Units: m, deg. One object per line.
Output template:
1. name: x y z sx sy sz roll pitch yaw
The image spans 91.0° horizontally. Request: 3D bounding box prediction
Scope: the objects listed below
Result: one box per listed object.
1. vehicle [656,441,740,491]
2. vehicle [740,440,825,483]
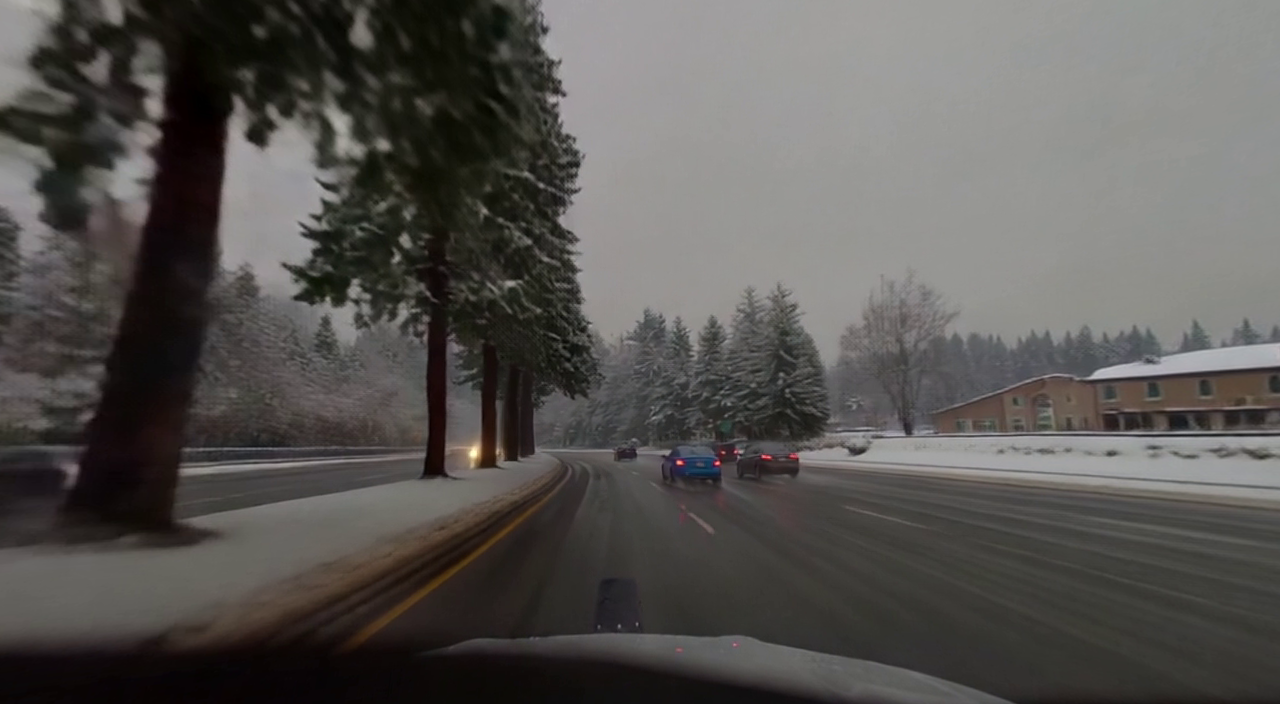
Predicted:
1. vehicle: 1.801 3.742 21.069 2.077 1.464 4.134 1 -8 -5
2. vehicle: 5.263 4.105 23.910 1.901 1.474 4.363 1 -8 -5
